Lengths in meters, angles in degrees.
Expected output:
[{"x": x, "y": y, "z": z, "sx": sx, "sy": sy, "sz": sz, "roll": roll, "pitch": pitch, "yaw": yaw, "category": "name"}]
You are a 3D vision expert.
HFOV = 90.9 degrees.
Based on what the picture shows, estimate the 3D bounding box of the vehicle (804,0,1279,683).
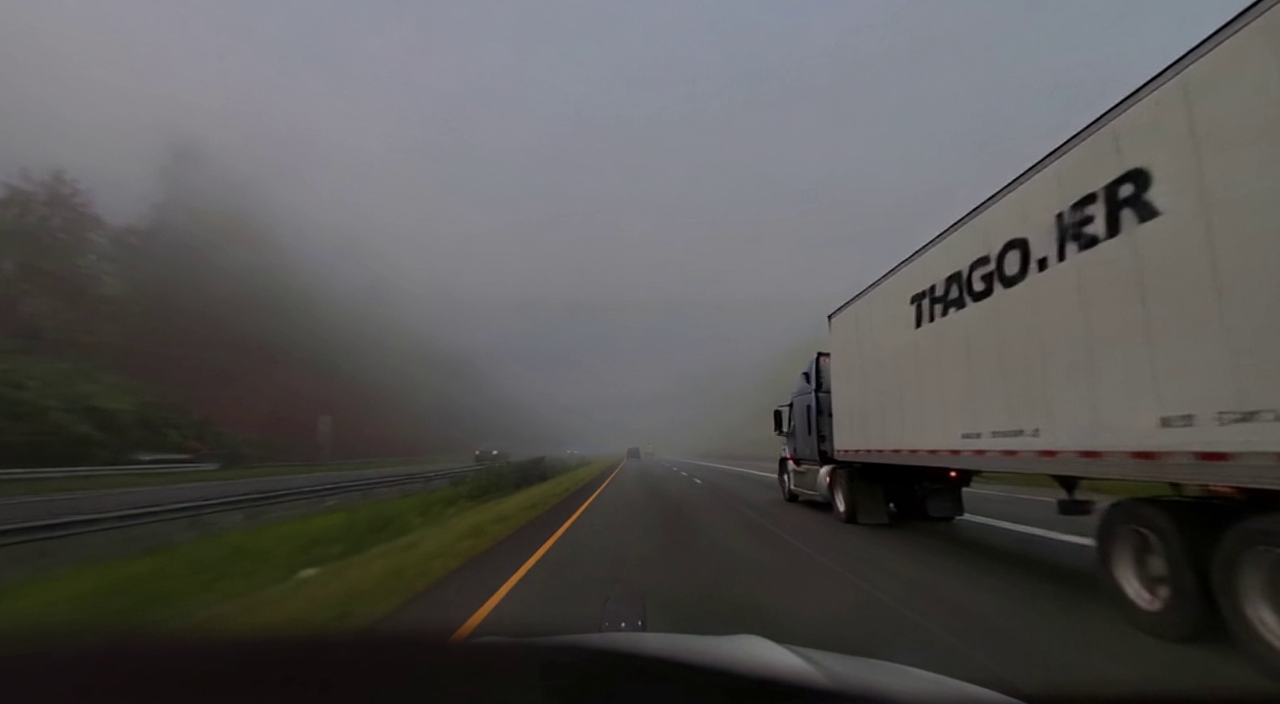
[{"x": 5.009, "y": 0.148, "z": 5.772, "sx": 2.983, "sy": 4.030, "sz": 14.444, "roll": 0, "pitch": -9, "yaw": -1, "category": "vehicle"}]
